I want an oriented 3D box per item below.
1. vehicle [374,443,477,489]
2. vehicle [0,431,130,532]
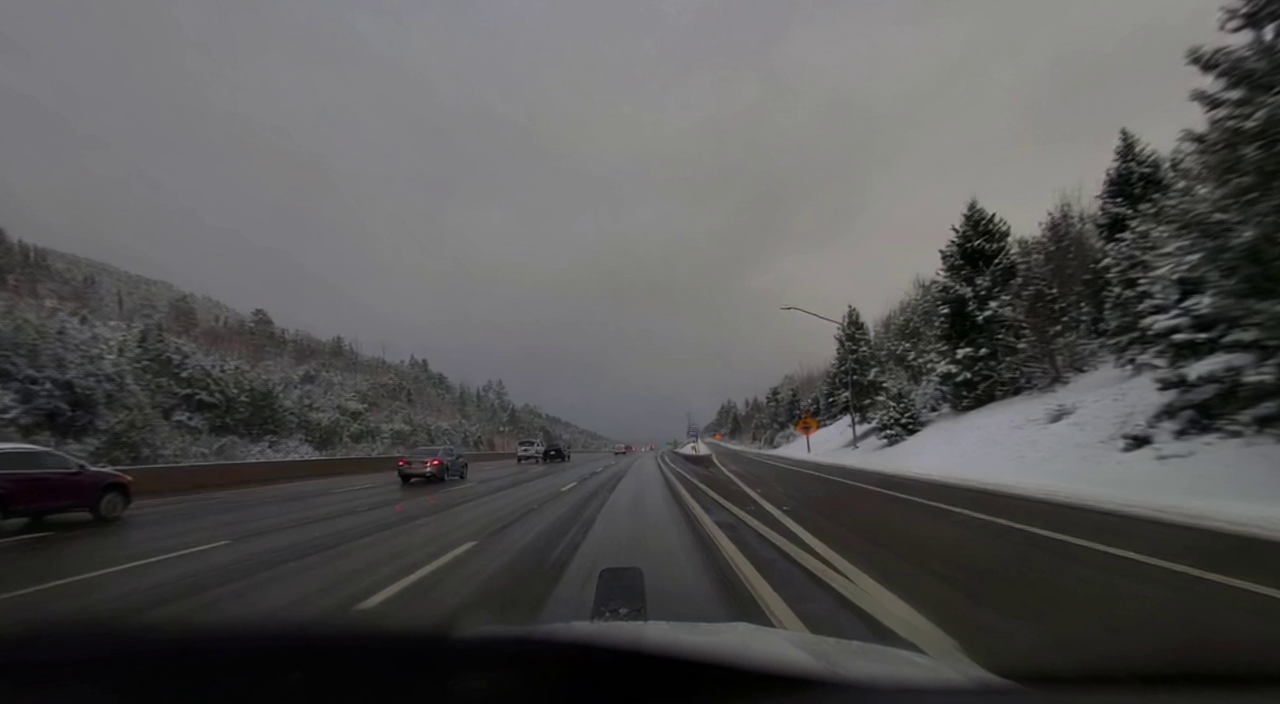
[{"bbox_3d":[-7.515,4.021,22.635,2.107,1.484,4.449,0,-9,1],"label":"vehicle"},{"bbox_3d":[-11.569,2.176,10.642,2.020,1.645,4.629,0,-9,0],"label":"vehicle"}]
